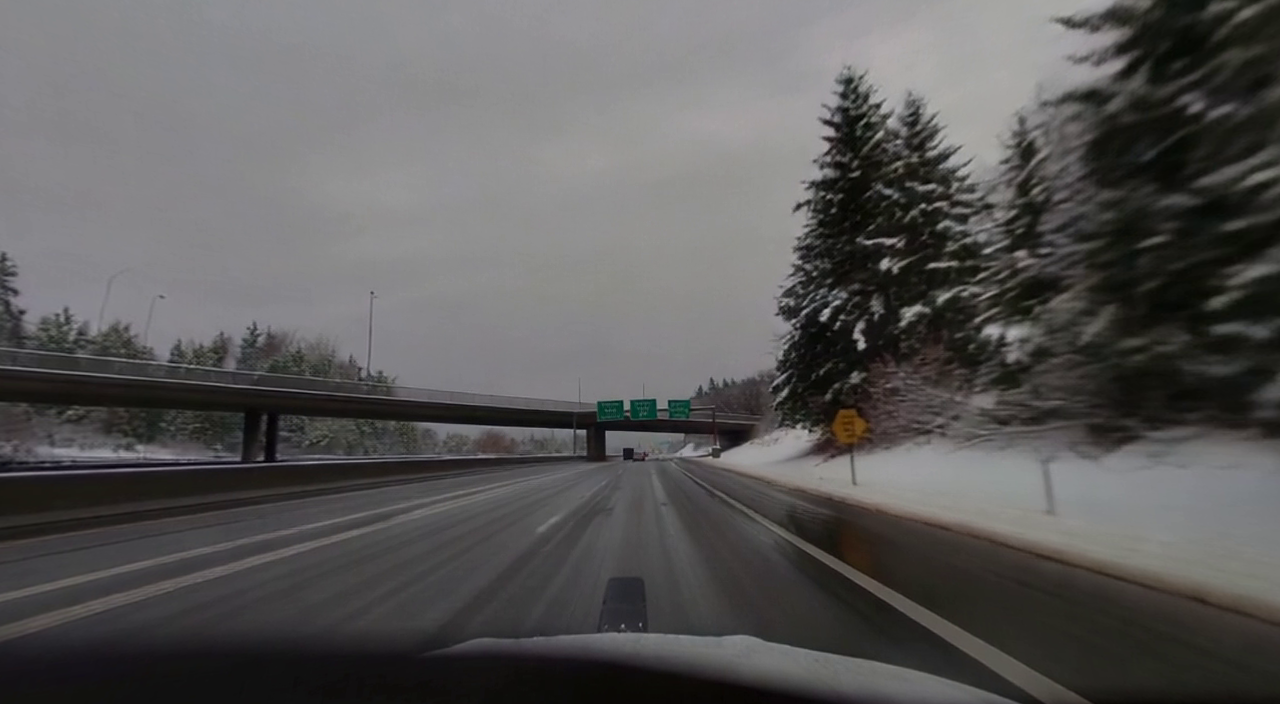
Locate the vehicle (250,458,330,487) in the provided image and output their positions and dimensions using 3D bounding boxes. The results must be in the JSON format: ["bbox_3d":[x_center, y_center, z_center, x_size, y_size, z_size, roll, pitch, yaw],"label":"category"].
[{"bbox_3d":[-20.159,6.931,36.543,1.915,1.503,4.856,0,-9,0],"label":"vehicle"}]
